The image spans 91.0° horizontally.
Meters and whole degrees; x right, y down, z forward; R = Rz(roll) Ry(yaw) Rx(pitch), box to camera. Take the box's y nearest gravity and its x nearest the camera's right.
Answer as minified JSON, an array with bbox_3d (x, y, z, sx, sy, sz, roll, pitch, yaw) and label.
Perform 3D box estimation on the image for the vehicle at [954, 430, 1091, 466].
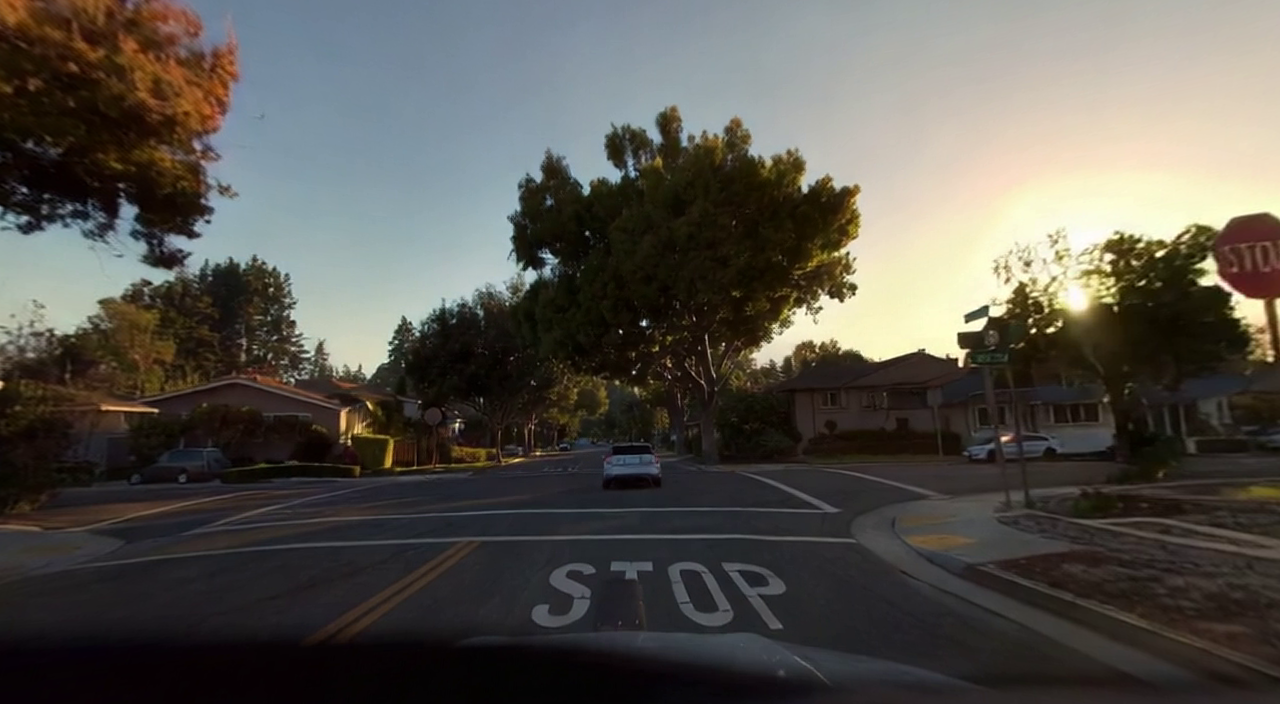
[{"bbox_3d":[16.673,4.205,27.596,4.748,1.488,2.029,1,-9,-3],"label":"vehicle"}]

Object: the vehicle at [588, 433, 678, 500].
[{"bbox_3d":[-0.262,2.921,16.475,2.043,1.484,4.340,1,-9,-3],"label":"vehicle"}]
